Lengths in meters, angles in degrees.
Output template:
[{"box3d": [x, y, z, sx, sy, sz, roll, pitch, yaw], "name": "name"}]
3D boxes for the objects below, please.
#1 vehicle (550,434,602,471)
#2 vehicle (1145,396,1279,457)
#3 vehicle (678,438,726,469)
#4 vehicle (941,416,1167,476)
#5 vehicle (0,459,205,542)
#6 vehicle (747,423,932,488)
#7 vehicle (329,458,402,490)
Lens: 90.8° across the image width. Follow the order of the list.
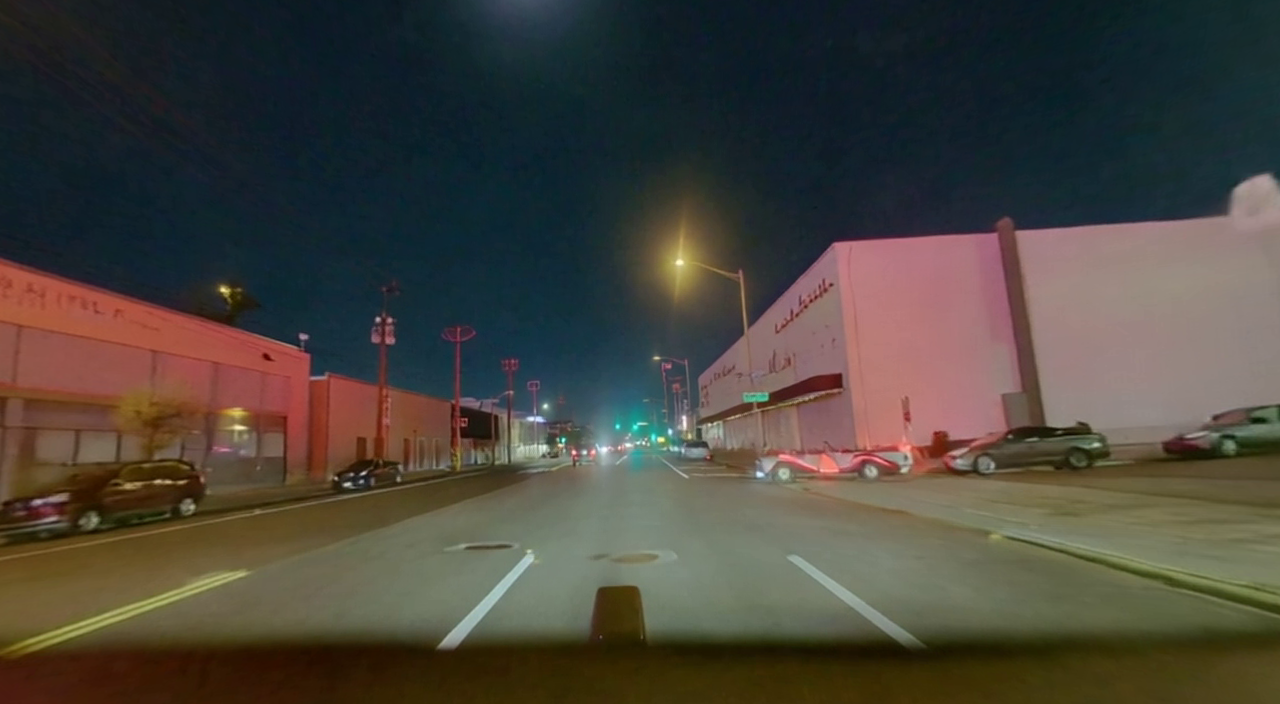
[{"box3d": [-3.432, 5.469, 34.731, 2.348, 1.831, 4.737, 0, -8, 0], "name": "vehicle"}, {"box3d": [19.546, 2.384, 20.094, 4.938, 1.812, 2.317, 0, -8, 0], "name": "vehicle"}, {"box3d": [3.255, 5.428, 34.068, 2.007, 1.558, 4.464, 0, -8, -2], "name": "vehicle"}, {"box3d": [11.784, 2.735, 18.452, 5.034, 1.590, 2.025, -2, -8, 14], "name": "vehicle"}, {"box3d": [-15.411, 4.084, 18.115, 1.966, 1.760, 5.423, -1, -7, 1], "name": "vehicle"}, {"box3d": [5.350, 2.852, 17.574, 4.474, 1.632, 2.234, -1, -8, 6], "name": "vehicle"}, {"box3d": [-15.705, 6.992, 36.433, 2.073, 1.492, 4.687, -1, -7, 0], "name": "vehicle"}]
